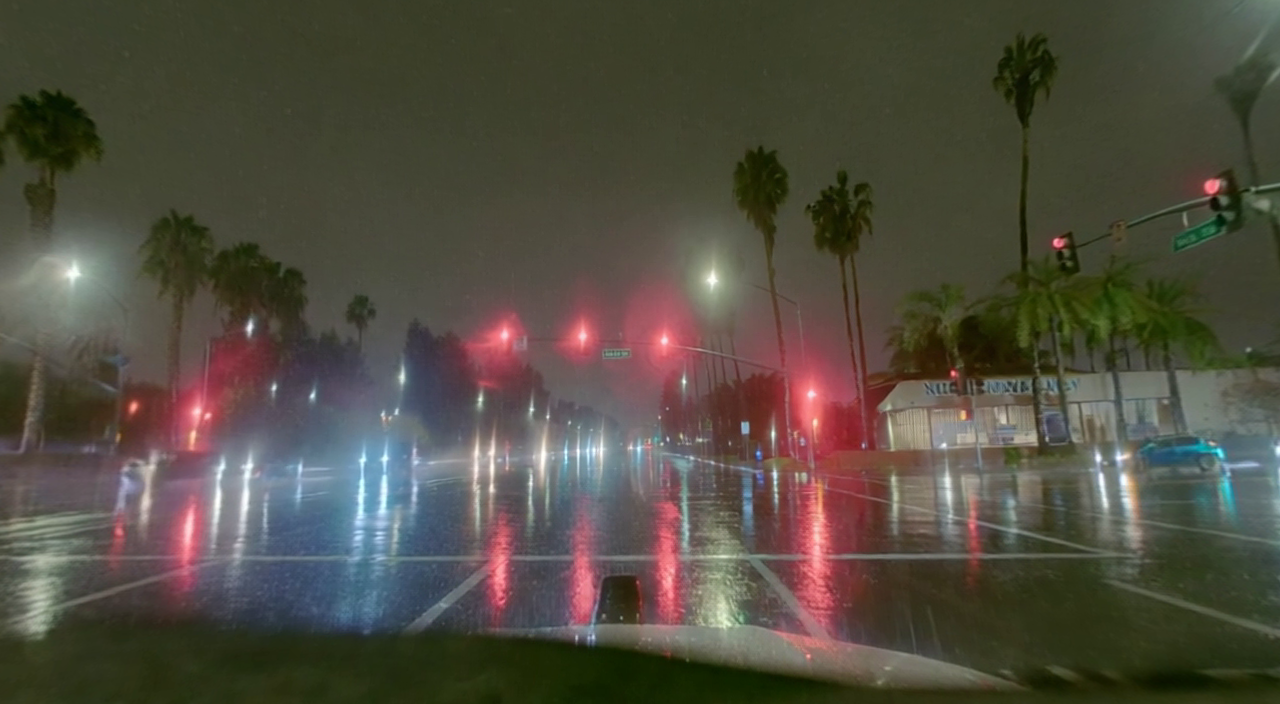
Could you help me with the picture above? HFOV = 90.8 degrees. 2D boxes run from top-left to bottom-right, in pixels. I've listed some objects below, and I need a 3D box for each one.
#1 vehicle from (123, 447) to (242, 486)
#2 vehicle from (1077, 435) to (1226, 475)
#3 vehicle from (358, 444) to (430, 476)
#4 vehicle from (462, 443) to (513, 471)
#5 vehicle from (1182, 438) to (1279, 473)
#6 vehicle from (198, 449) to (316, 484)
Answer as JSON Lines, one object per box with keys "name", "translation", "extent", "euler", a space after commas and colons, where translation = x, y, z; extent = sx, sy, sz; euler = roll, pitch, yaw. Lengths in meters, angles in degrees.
{"name": "vehicle", "translation": [-21.253, 5.296, 29.645], "extent": [2.107, 1.642, 4.561], "euler": [0, -9, 1]}
{"name": "vehicle", "translation": [22.234, 4.488, 27.623], "extent": [4.533, 1.676, 2.236], "euler": [0, -9, -1]}
{"name": "vehicle", "translation": [-13.868, 6.114, 35.918], "extent": [2.074, 1.671, 4.755], "euler": [0, -9, 2]}
{"name": "vehicle", "translation": [-9.709, 6.710, 40.632], "extent": [2.074, 1.681, 4.417], "euler": [0, -9, 1]}
{"name": "vehicle", "translation": [27.392, 4.642, 28.465], "extent": [4.625, 1.451, 1.801], "euler": [1, -9, -9]}
{"name": "vehicle", "translation": [-17.547, 5.268, 29.343], "extent": [2.221, 1.449, 5.092], "euler": [0, -9, 1]}
